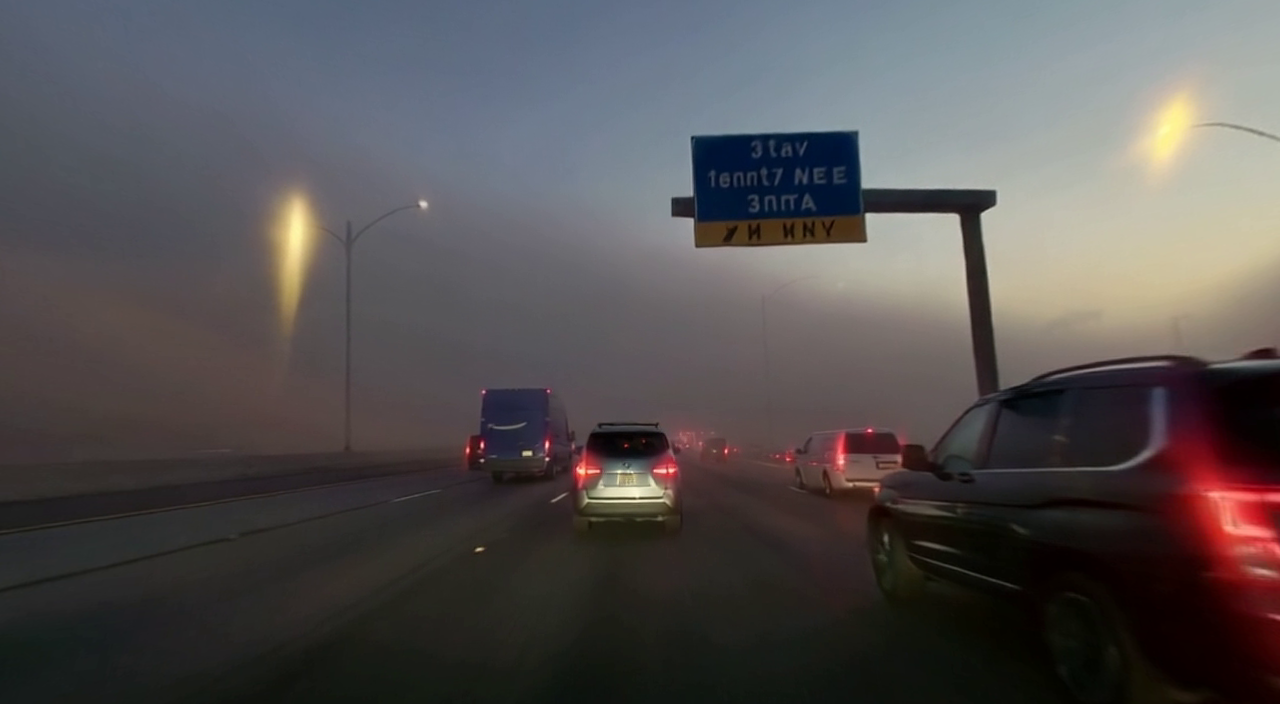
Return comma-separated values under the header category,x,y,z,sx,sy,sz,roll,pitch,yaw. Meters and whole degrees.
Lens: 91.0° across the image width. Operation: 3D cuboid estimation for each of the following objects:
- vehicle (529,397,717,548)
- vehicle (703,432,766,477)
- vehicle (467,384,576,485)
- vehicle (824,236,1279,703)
category,x,y,z,sx,sy,sz,roll,pitch,yaw
vehicle,-0.211,1.802,9.952,2.287,1.823,4.369,0,-9,0
vehicle,3.961,4.399,27.200,2.064,1.720,4.416,0,-9,0
vehicle,-3.702,2.834,21.283,2.415,2.821,6.636,1,-9,0
vehicle,3.006,0.873,3.503,2.341,1.890,5.144,1,-9,-1
